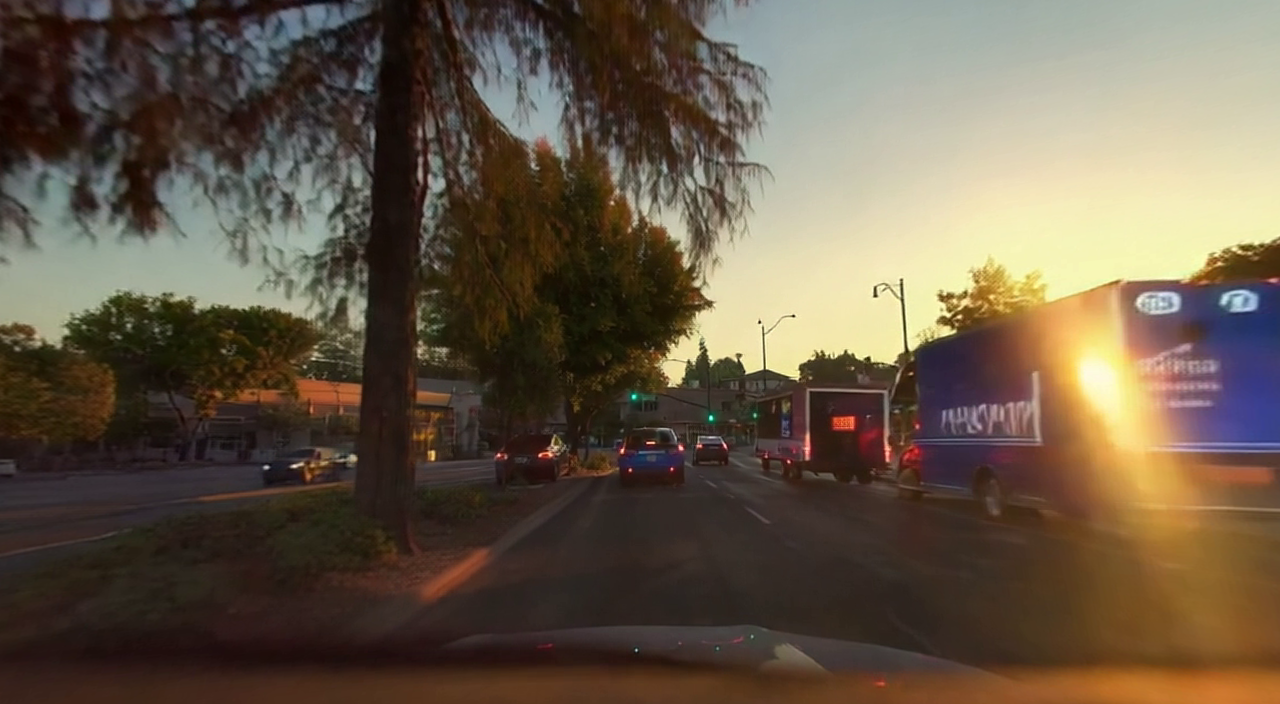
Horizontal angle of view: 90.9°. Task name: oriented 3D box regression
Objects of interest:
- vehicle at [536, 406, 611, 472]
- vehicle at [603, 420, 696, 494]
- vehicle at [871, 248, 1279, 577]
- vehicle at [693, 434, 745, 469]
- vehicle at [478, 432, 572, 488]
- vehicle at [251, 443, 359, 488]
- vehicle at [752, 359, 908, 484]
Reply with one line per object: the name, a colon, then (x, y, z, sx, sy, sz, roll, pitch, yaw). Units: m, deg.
vehicle: (-3.017, 4.232, 30.577, 2.715, 2.791, 7.171, -1, -8, 1)
vehicle: (0.257, 2.785, 17.059, 2.209, 1.718, 4.008, -1, -8, 1)
vehicle: (6.737, 1.114, 10.371, 2.891, 3.361, 7.843, -1, -8, 0)
vehicle: (3.767, 4.791, 30.690, 2.075, 1.540, 4.411, -1, -8, 2)
vehicle: (-3.390, 3.280, 19.524, 2.008, 1.500, 4.369, -1, -8, 1)
vehicle: (-13.331, 4.486, 25.469, 1.928, 1.497, 4.446, -1, -7, 0)
vehicle: (6.937, 2.954, 25.208, 2.816, 3.804, 10.315, -3, -9, 0)
